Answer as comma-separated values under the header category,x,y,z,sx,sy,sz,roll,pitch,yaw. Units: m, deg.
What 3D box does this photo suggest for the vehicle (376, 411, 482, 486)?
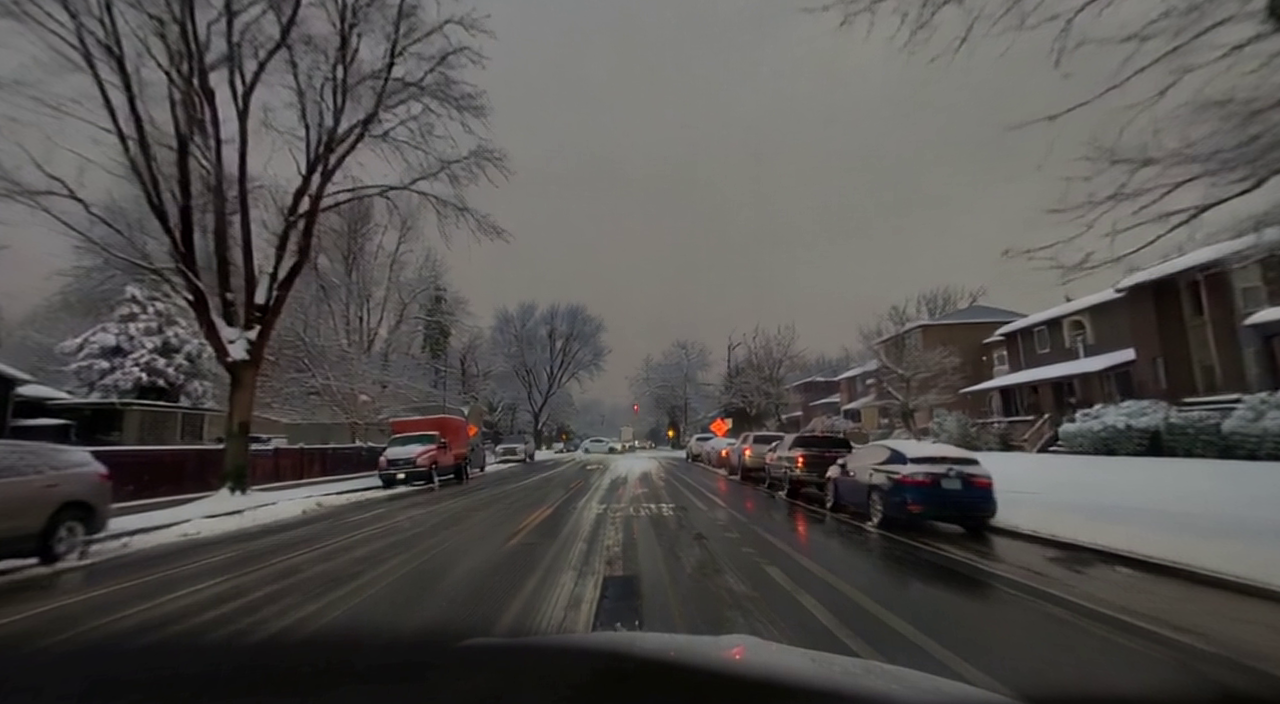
category,x,y,z,sx,sy,sz,roll,pitch,yaw
vehicle,-8.086,3.773,24.703,2.526,2.631,4.228,0,-9,2

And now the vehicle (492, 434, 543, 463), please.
category,x,y,z,sx,sy,sz,roll,pitch,yaw
vehicle,-8.985,7.178,46.829,2.659,2.047,6.014,0,-9,-1

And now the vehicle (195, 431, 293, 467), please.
category,x,y,z,sx,sy,sz,roll,pitch,yaw
vehicle,-23.724,5.811,37.825,4.491,2.031,2.045,-1,-8,0

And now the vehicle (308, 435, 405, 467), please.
category,x,y,z,sx,sy,sz,roll,pitch,yaw
vehicle,-16.792,5.912,37.467,4.779,1.823,1.964,0,-9,0

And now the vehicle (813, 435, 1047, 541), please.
category,x,y,z,sx,sy,sz,roll,pitch,yaw
vehicle,4.663,2.231,11.043,1.912,1.463,4.477,0,-9,-1

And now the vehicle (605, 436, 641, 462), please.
category,x,y,z,sx,sy,sz,roll,pitch,yaw
vehicle,-0.994,6.069,39.373,2.151,1.481,4.084,0,-9,0

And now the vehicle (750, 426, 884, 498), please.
category,x,y,z,sx,sy,sz,roll,pitch,yaw
vehicle,4.667,2.995,17.484,2.225,1.715,4.755,0,-9,-1

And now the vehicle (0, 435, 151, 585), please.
category,x,y,z,sx,sy,sz,roll,pitch,yaw
vehicle,-8.168,1.750,6.880,1.950,1.672,4.664,0,-9,-2
